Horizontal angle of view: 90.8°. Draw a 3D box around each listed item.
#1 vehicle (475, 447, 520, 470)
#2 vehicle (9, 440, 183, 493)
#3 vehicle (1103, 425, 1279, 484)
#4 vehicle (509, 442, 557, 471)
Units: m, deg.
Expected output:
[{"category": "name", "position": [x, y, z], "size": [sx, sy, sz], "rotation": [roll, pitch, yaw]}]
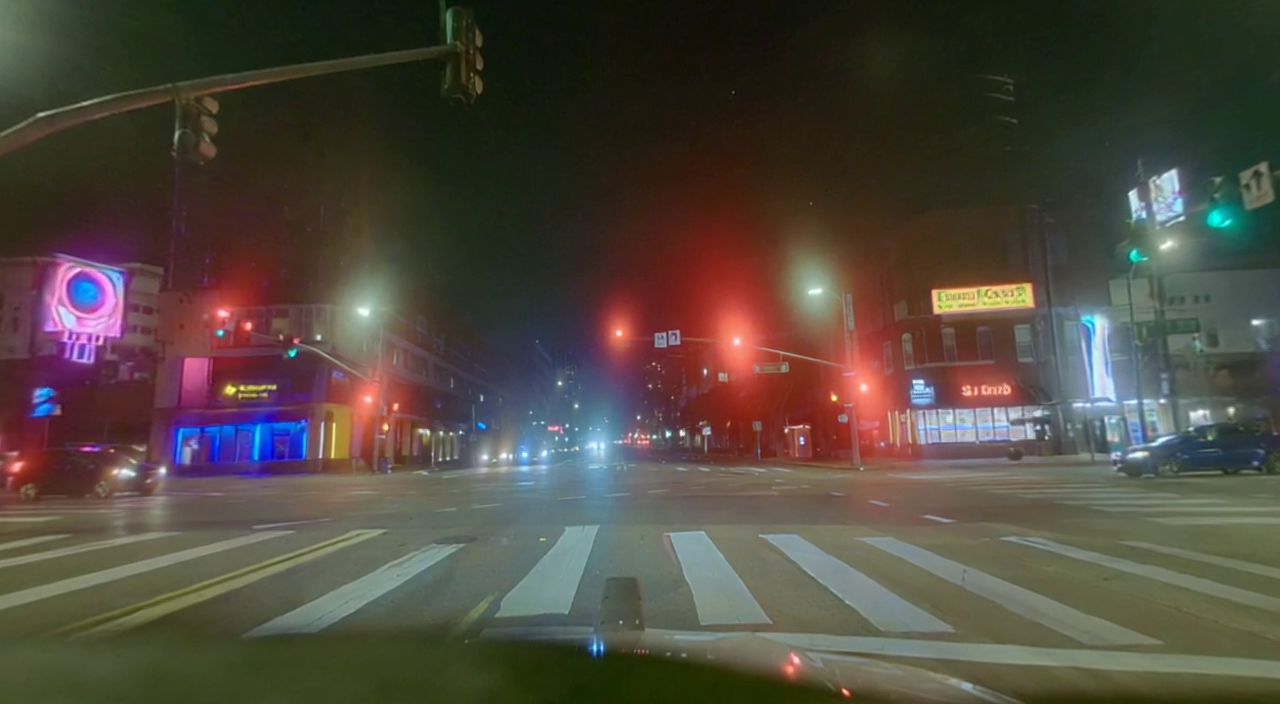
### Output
[{"category": "vehicle", "position": [-9.862, 7.360, 44.043], "size": [2.106, 1.505, 4.228], "rotation": [0, -8, 0]}, {"category": "vehicle", "position": [-21.158, 4.425, 24.698], "size": [5.161, 1.910, 2.275], "rotation": [-2, -9, 11]}, {"category": "vehicle", "position": [15.410, 2.698, 16.703], "size": [4.651, 1.463, 1.880], "rotation": [-2, -9, 8]}, {"category": "vehicle", "position": [-6.803, 6.693, 40.677], "size": [2.181, 1.703, 4.512], "rotation": [-1, -8, 2]}]
